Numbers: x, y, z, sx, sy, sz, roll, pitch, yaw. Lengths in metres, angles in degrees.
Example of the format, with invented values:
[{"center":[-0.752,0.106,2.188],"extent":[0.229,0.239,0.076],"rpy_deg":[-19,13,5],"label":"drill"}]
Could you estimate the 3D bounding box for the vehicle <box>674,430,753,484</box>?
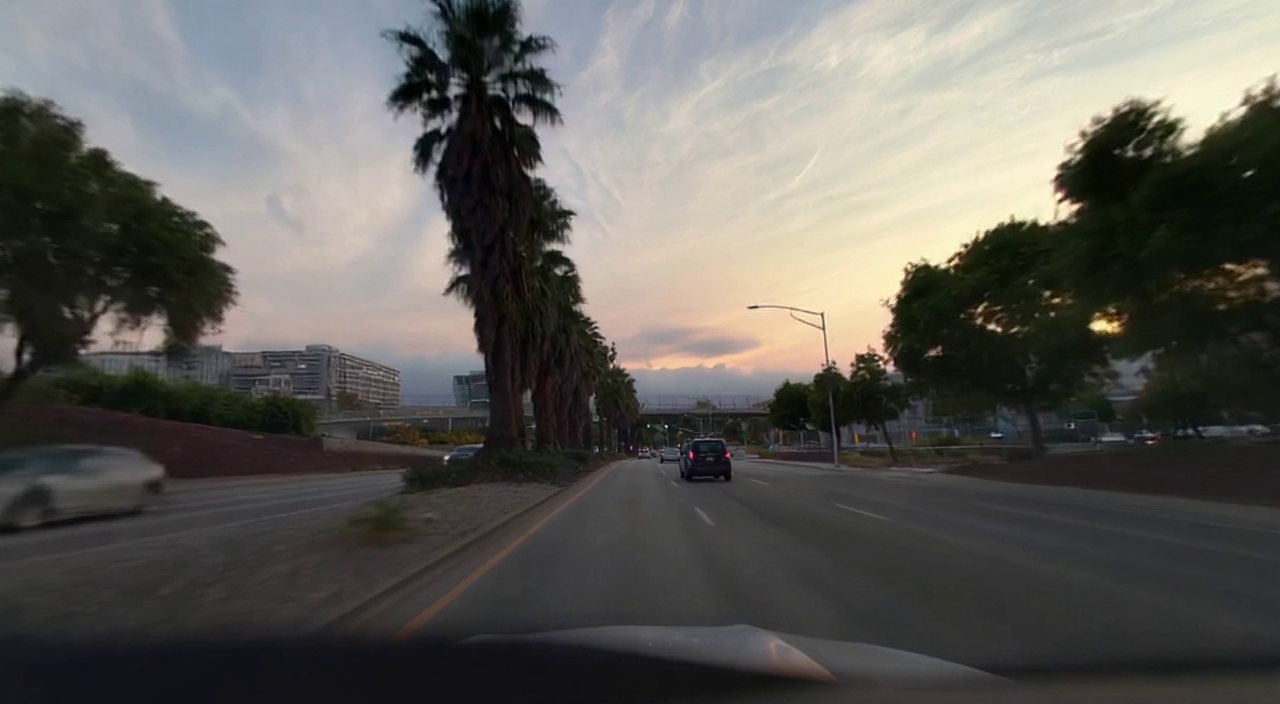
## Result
[{"center":[2.906,4.360,26.553],"extent":[2.559,2.017,5.562],"rpy_deg":[0,-9,-1],"label":"vehicle"}]
